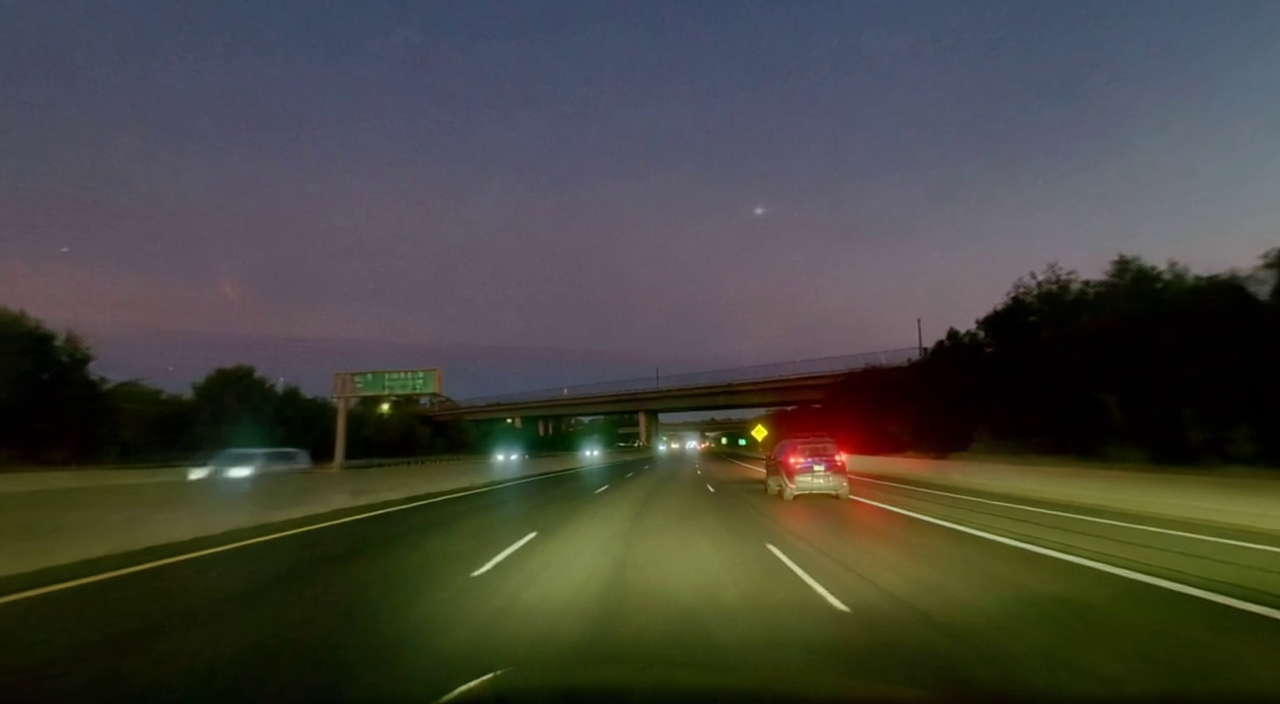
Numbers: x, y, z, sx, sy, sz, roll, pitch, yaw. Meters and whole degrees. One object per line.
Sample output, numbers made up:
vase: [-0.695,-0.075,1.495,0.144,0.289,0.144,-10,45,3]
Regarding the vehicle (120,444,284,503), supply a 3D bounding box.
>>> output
vehicle: [-13.595,3.755,19.980,1.960,1.530,4.344,-4,-9,3]
